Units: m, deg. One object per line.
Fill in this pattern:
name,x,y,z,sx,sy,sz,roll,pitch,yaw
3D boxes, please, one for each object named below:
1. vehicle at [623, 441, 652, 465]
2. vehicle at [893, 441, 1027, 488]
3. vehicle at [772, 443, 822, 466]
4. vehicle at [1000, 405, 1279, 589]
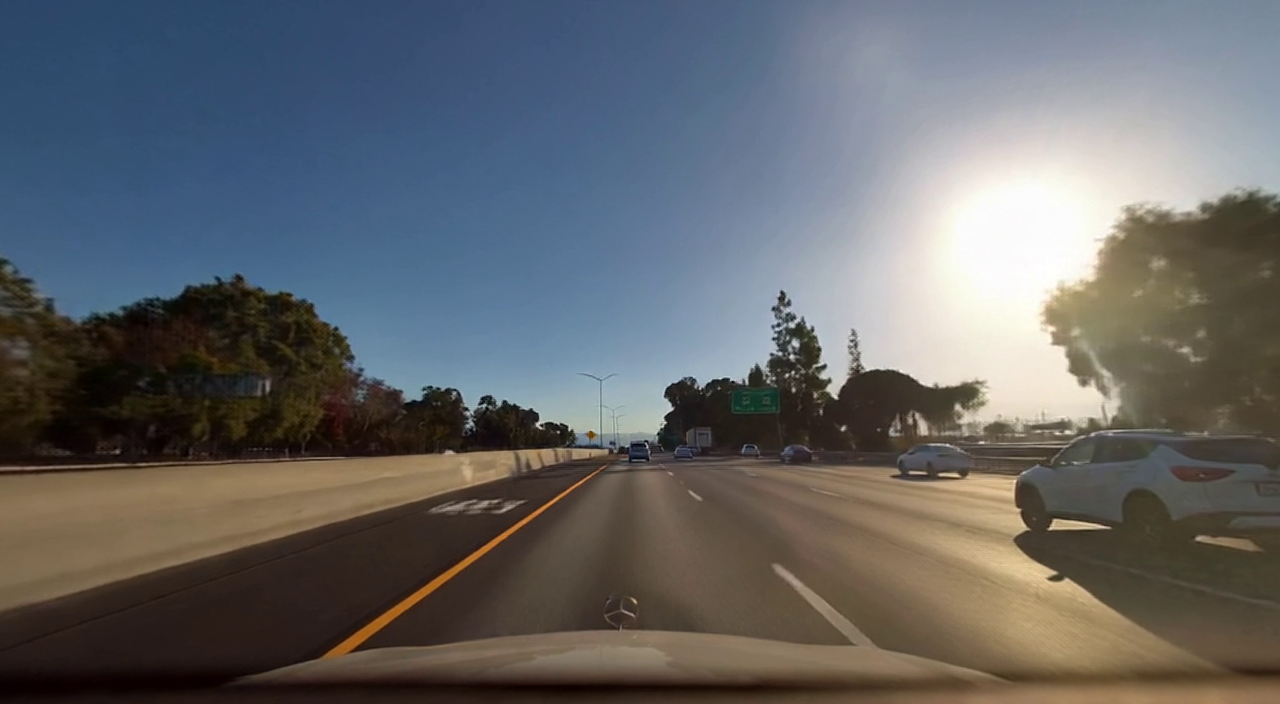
vehicle,-0.229,7.075,44.578,1.864,1.566,4.446,0,-8,-3
vehicle,10.952,3.863,22.130,2.087,1.442,4.834,0,-8,-1
vehicle,11.168,7.342,45.456,2.194,1.489,5.141,0,-8,-1
vehicle,6.900,1.648,7.929,2.027,1.679,4.543,0,-8,-1
